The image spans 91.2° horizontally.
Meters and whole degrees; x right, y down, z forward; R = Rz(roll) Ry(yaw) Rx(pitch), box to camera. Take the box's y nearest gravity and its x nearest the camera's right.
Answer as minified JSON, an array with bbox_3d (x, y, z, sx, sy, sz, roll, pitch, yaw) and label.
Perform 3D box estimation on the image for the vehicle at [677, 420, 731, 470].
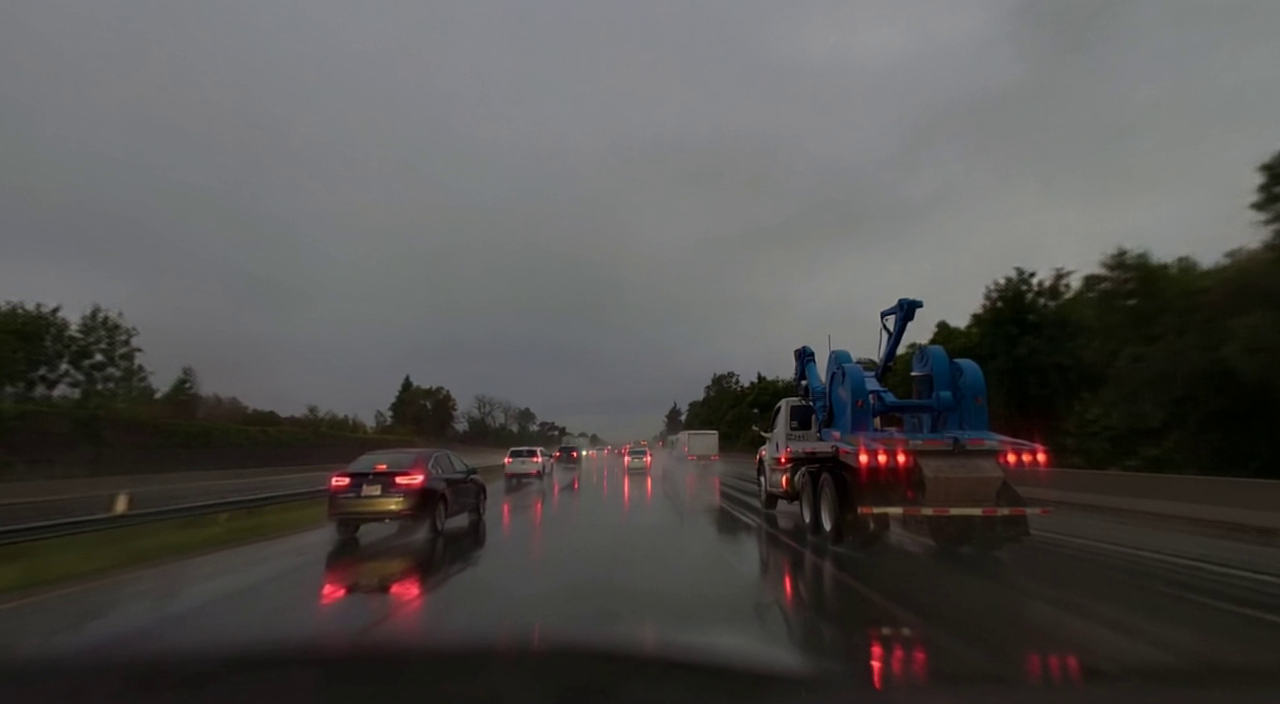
[{"bbox_3d":[3.879,5.905,39.459,2.416,2.829,7.016,0,-9,-2],"label":"vehicle"}]

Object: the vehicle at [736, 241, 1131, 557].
[{"bbox_3d":[3.923,1.123,11.377,2.975,3.618,8.456,0,-9,0],"label":"vehicle"}]

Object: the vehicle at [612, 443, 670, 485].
[{"bbox_3d":[-0.020,4.431,25.038,2.150,1.498,3.988,0,-9,-2],"label":"vehicle"}]

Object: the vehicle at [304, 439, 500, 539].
[{"bbox_3d":[-4.202,2.483,12.068,1.880,1.507,4.757,0,-9,1],"label":"vehicle"}]

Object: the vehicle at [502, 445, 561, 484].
[{"bbox_3d":[-4.598,4.812,27.131,1.858,1.527,3.974,0,-9,0],"label":"vehicle"}]

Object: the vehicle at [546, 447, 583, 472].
[{"bbox_3d":[-4.814,6.956,40.611,1.924,1.481,4.264,0,-9,-1],"label":"vehicle"}]

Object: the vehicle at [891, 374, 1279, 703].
[{"bbox_3d":[4.076,1.100,3.924,2.599,1.631,5.693,0,-9,-1],"label":"vehicle"}]
